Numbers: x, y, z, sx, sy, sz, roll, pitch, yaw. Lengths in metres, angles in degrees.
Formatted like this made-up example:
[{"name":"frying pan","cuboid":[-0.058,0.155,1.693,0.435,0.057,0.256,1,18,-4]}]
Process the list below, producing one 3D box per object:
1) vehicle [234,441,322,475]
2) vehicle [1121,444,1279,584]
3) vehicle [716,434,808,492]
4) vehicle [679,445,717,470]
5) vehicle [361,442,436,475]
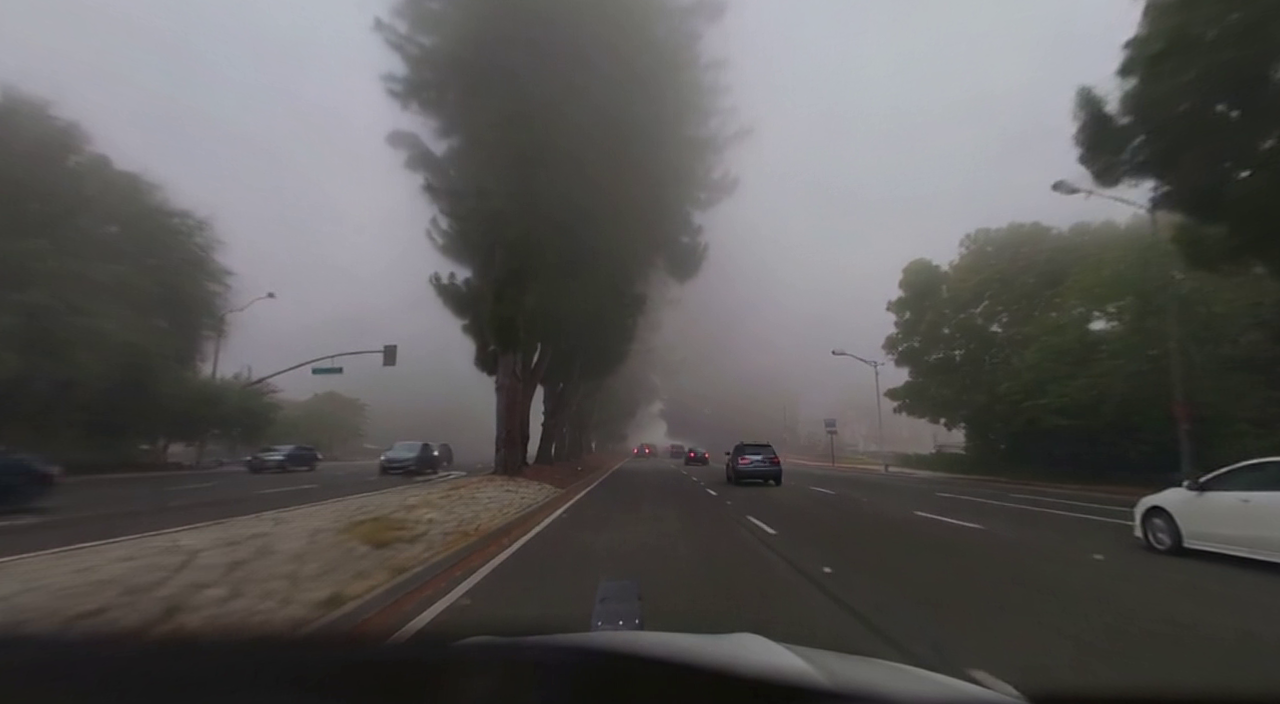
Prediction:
[{"name":"vehicle","cuboid":[-19.422,5.699,34.182,1.956,1.727,4.641,0,-9,1]},{"name":"vehicle","cuboid":[7.883,1.762,6.875,1.949,1.492,4.103,0,-9,-2]},{"name":"vehicle","cuboid":[4.117,3.849,22.292,2.209,1.813,4.724,0,-9,-1]},{"name":"vehicle","cuboid":[3.674,6.782,40.821,2.064,1.474,4.389,0,-9,0]},{"name":"vehicle","cuboid":[-11.909,5.261,31.454,1.938,1.487,4.442,0,-9,1]}]
